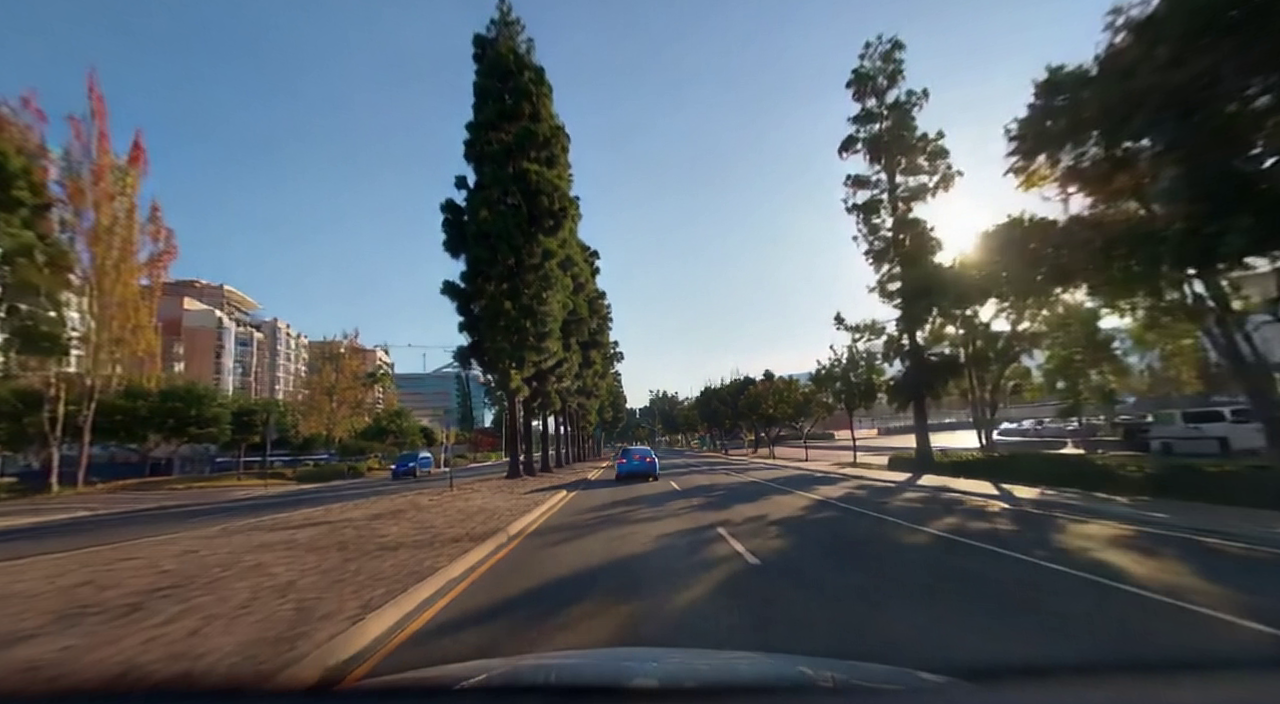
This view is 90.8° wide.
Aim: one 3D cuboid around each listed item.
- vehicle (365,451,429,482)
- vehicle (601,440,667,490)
[{"bbox_3d":[-14.683,6.916,38.449,2.019,1.681,4.548,-1,-9,1],"label":"vehicle"},{"bbox_3d":[-0.206,3.819,21.728,2.042,1.479,4.601,0,-8,-1],"label":"vehicle"}]
